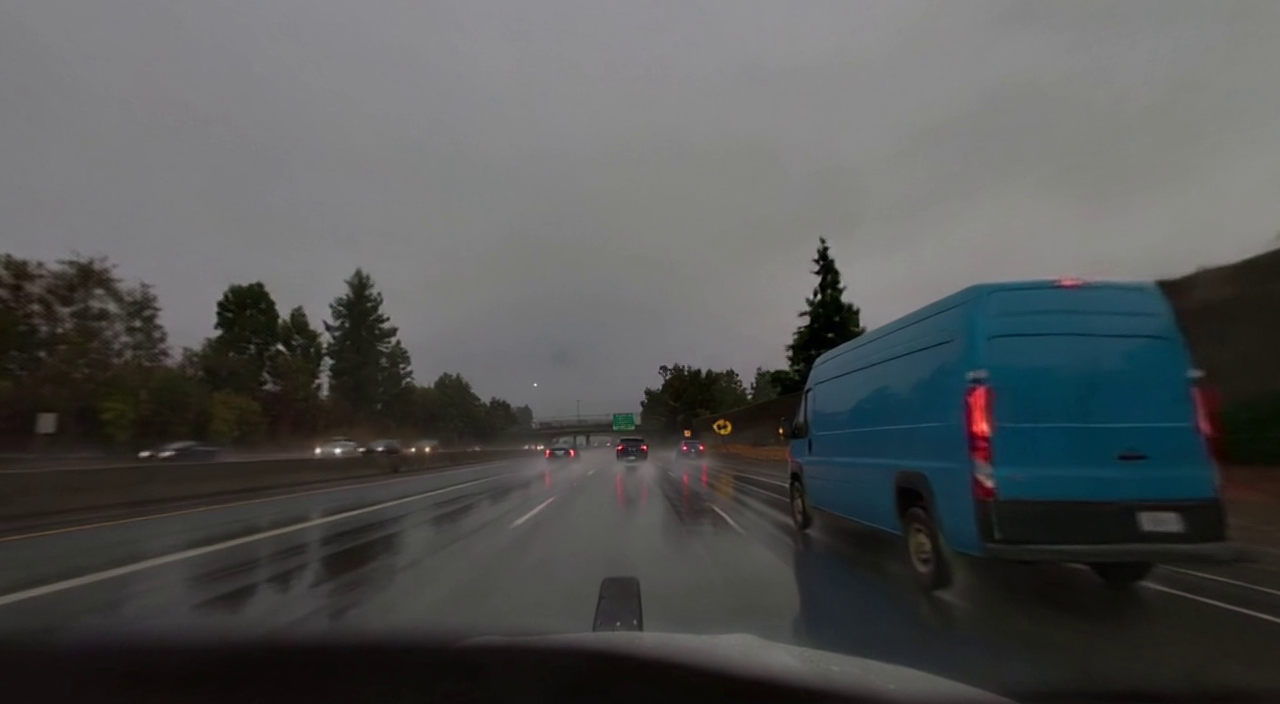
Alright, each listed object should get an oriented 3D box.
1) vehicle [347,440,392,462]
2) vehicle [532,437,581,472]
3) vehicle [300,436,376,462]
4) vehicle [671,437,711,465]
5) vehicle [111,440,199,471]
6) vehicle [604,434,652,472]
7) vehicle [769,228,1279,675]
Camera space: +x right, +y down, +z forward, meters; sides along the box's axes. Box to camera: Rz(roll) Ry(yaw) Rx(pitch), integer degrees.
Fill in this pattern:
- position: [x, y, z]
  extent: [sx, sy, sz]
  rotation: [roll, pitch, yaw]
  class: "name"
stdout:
- position: [-18.448, 6.755, 43.273]
  extent: [1.573, 1.473, 3.348]
  rotation: [0, -8, 0]
  class: "vehicle"
- position: [-4.344, 5.408, 33.524]
  extent: [2.023, 1.709, 4.263]
  rotation: [0, -8, 0]
  class: "vehicle"
- position: [-21.776, 7.015, 45.954]
  extent: [2.779, 1.748, 5.743]
  rotation: [0, -8, -1]
  class: "vehicle"
- position: [3.323, 6.551, 41.858]
  extent: [2.160, 1.759, 4.214]
  rotation: [0, -8, -2]
  class: "vehicle"
- position: [-25.163, 5.369, 32.924]
  extent: [1.644, 1.512, 3.678]
  rotation: [0, -8, -1]
  class: "vehicle"
- position: [-0.588, 5.212, 32.748]
  extent: [2.297, 1.783, 4.355]
  rotation: [0, -8, -1]
  class: "vehicle"
- position: [3.541, 1.012, 7.122]
  extent: [2.631, 2.709, 6.496]
  rotation: [0, -8, -1]
  class: "vehicle"
